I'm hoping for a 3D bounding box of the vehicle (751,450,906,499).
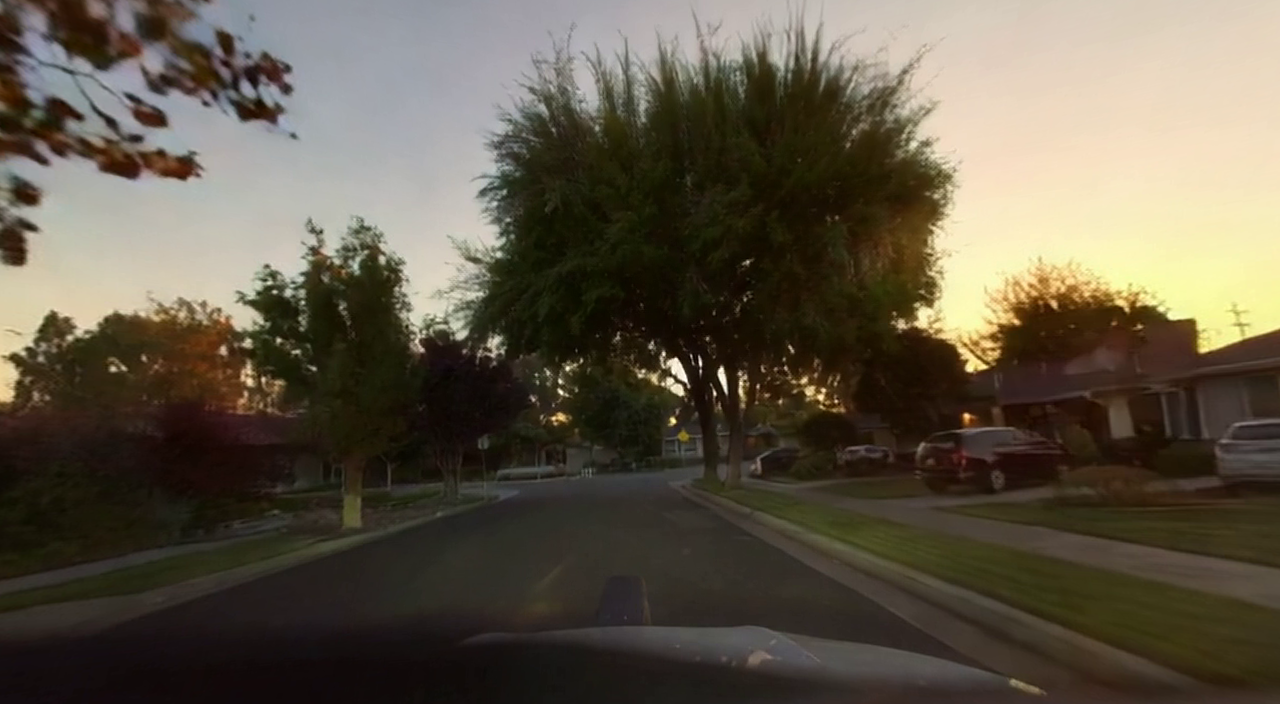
[{"bbox_3d":[5.747,3.759,19.585,4.229,1.402,1.811,0,-9,0],"label":"vehicle"}]

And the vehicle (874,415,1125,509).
[{"bbox_3d":[9.406,2.939,16.874,5.239,1.933,2.131,-4,-10,-2],"label":"vehicle"}]
